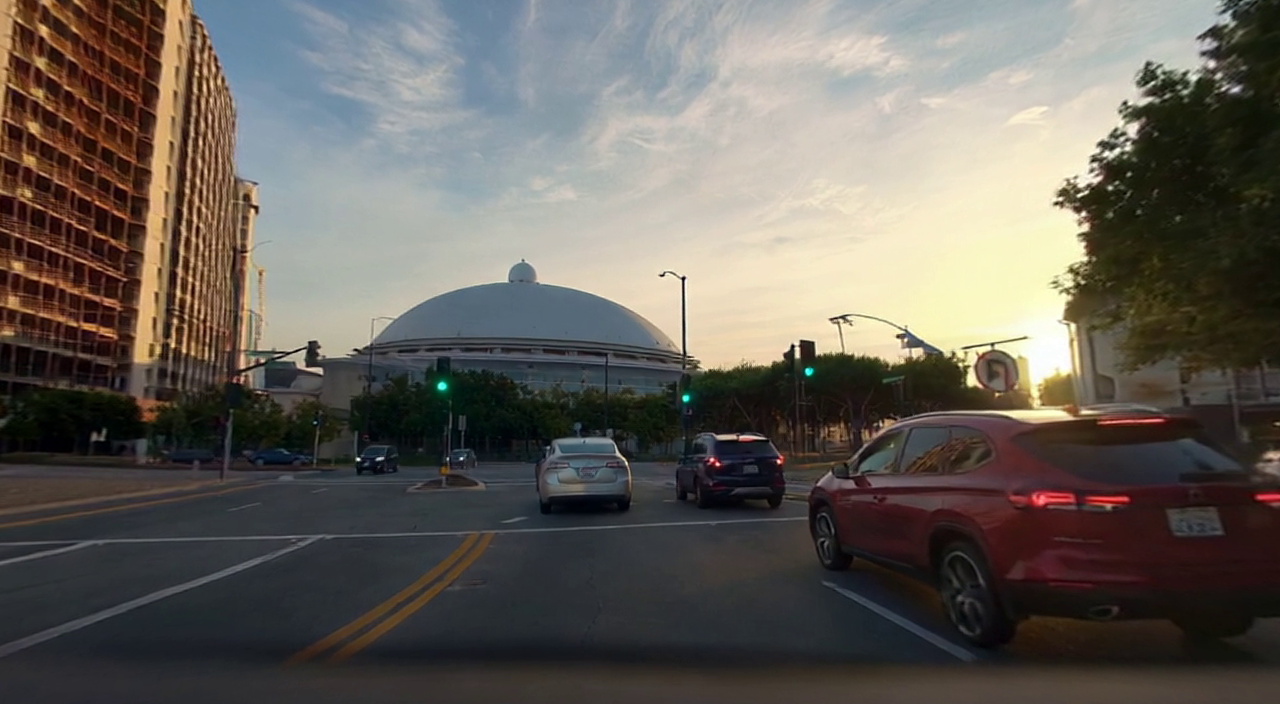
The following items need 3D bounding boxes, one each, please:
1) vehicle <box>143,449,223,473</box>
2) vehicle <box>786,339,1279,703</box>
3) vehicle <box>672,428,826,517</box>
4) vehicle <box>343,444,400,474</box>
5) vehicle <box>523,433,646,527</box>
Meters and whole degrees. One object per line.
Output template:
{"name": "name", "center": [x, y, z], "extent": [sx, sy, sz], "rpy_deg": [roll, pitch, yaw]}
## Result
{"name": "vehicle", "center": [-32.010, 7.608, 44.195], "extent": [4.653, 1.459, 2.228], "rpy_deg": [-2, -8, 21]}
{"name": "vehicle", "center": [3.072, 1.188, 5.096], "extent": [2.320, 1.772, 4.872], "rpy_deg": [0, -9, -4]}
{"name": "vehicle", "center": [2.282, 2.687, 14.646], "extent": [2.103, 1.710, 4.396], "rpy_deg": [1, -9, -10]}
{"name": "vehicle", "center": [-16.744, 6.675, 39.566], "extent": [2.303, 1.692, 4.571], "rpy_deg": [1, -9, -10]}
{"name": "vehicle", "center": [-1.329, 2.585, 13.333], "extent": [2.132, 1.632, 3.889], "rpy_deg": [1, -9, -12]}
